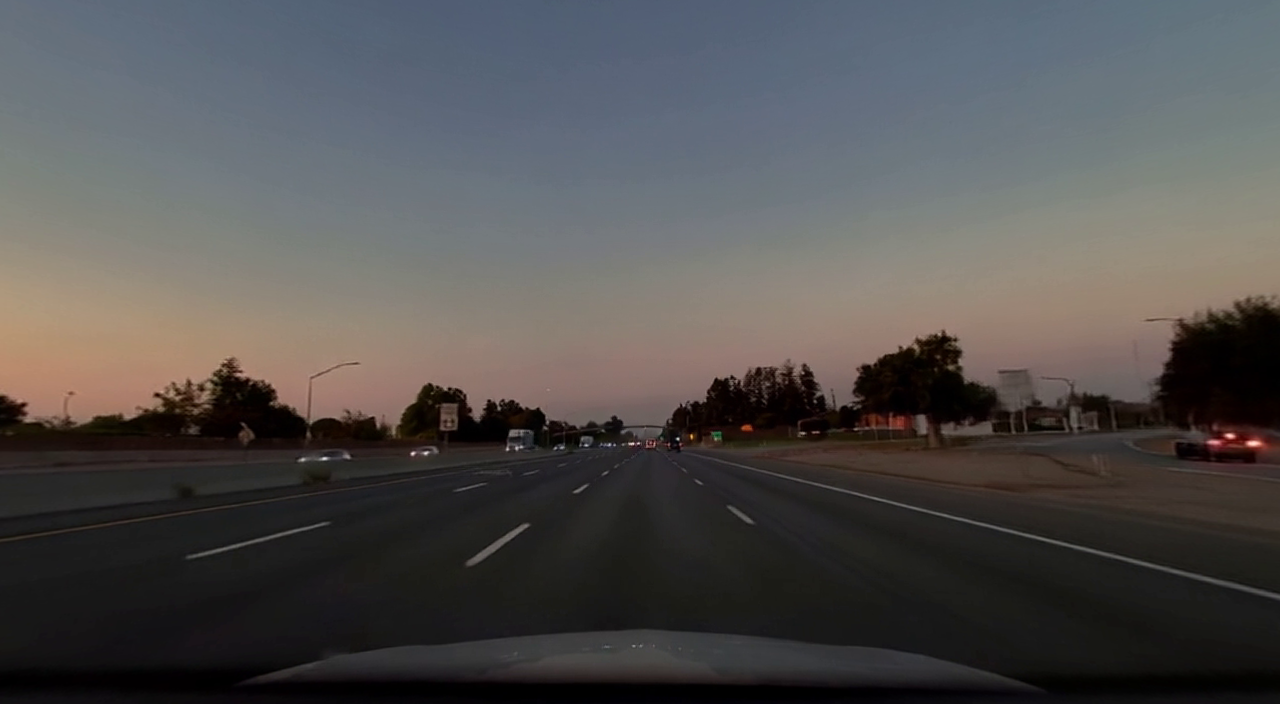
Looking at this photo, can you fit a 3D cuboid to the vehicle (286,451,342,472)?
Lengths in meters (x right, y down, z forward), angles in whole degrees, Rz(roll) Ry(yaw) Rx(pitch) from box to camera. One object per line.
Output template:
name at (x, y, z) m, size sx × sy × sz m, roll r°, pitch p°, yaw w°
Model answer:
vehicle at (-25.337, 8.508, 49.236) m, size 1.847 × 1.467 × 4.604 m, roll 0°, pitch -8°, yaw 1°

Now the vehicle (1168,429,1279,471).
vehicle at (25.355, 4.256, 27.612) m, size 2.039 × 1.658 × 4.457 m, roll -3°, pitch -9°, yaw 22°
